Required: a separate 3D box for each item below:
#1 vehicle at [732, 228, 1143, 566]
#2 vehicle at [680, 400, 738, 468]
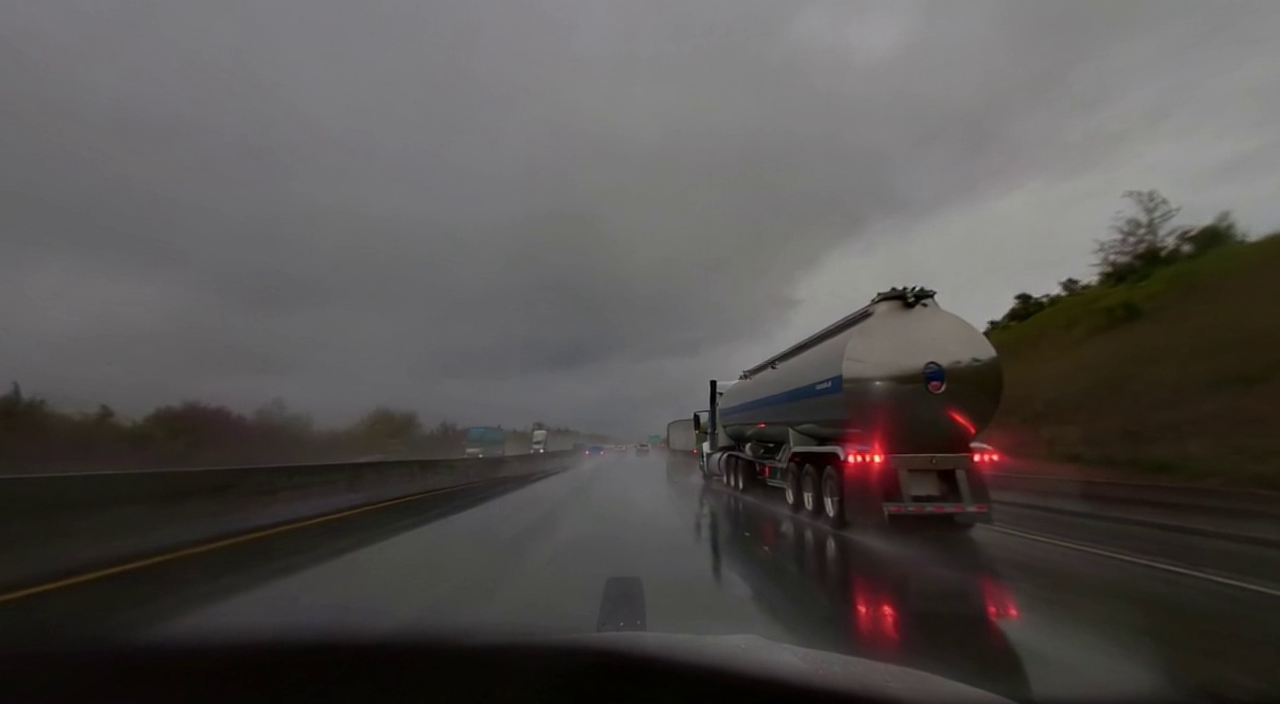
[{"bbox_3d":[3.917,1.152,11.783,2.759,3.734,9.708,0,-9,-1],"label":"vehicle"},{"bbox_3d":[4.376,5.563,42.033,2.823,4.018,8.475,0,-9,0],"label":"vehicle"}]
